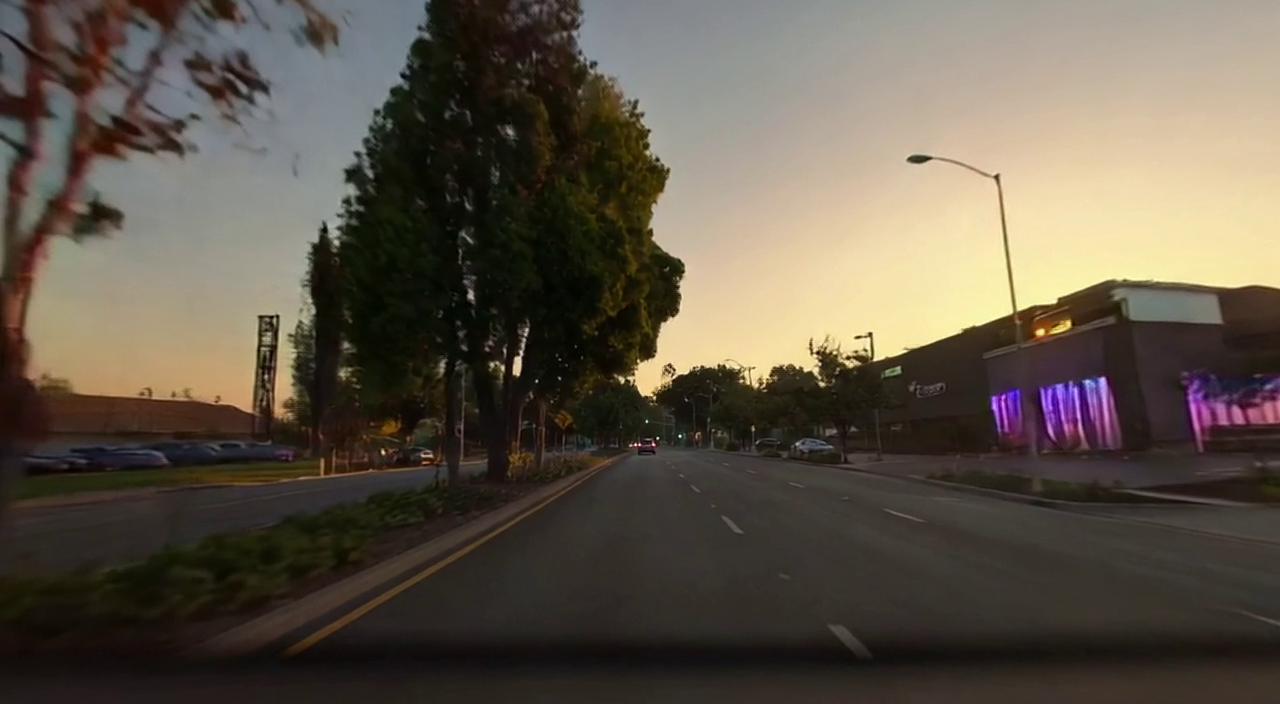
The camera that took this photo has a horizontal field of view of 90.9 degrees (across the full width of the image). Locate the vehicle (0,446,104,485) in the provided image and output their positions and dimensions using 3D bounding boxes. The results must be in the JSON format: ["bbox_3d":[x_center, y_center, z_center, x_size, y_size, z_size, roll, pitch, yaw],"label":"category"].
[{"bbox_3d":[-26.442,4.886,27.334,4.460,1.578,2.024,0,-8,1],"label":"vehicle"}]

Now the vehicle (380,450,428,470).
[{"bbox_3d":[-18.497,8.469,49.563,1.916,1.454,4.628,0,-8,1],"label":"vehicle"}]

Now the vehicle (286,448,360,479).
[{"bbox_3d":[-18.882,6.632,37.867,1.939,1.698,4.778,0,-8,0],"label":"vehicle"}]

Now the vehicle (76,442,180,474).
[{"bbox_3d":[-27.390,5.677,33.823,3.882,1.599,1.725,1,-9,-4],"label":"vehicle"}]

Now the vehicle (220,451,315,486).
[{"bbox_3d":[-18.762,5.854,32.056,1.964,1.618,4.622,0,-8,1],"label":"vehicle"}]
